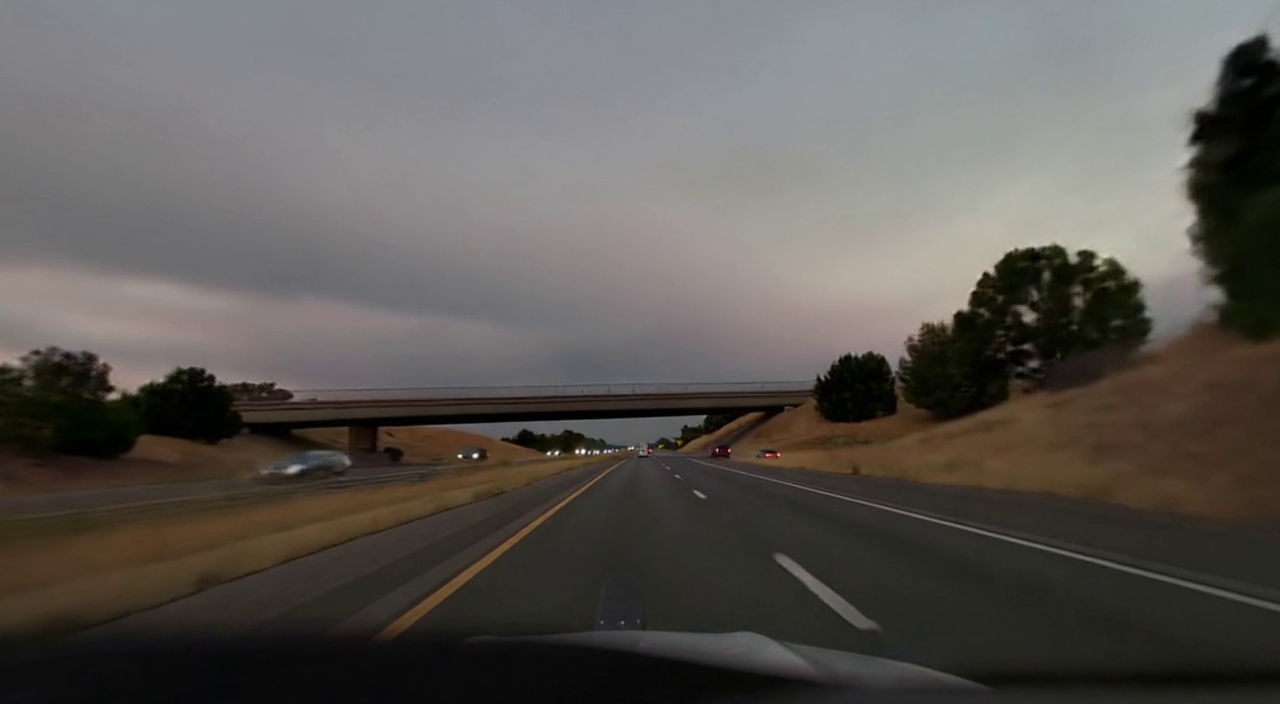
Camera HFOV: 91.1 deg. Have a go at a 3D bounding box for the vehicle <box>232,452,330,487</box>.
[{"bbox_3d":[-17.263,5.642,30.508,1.911,1.474,4.742,0,-9,0],"label":"vehicle"}]
